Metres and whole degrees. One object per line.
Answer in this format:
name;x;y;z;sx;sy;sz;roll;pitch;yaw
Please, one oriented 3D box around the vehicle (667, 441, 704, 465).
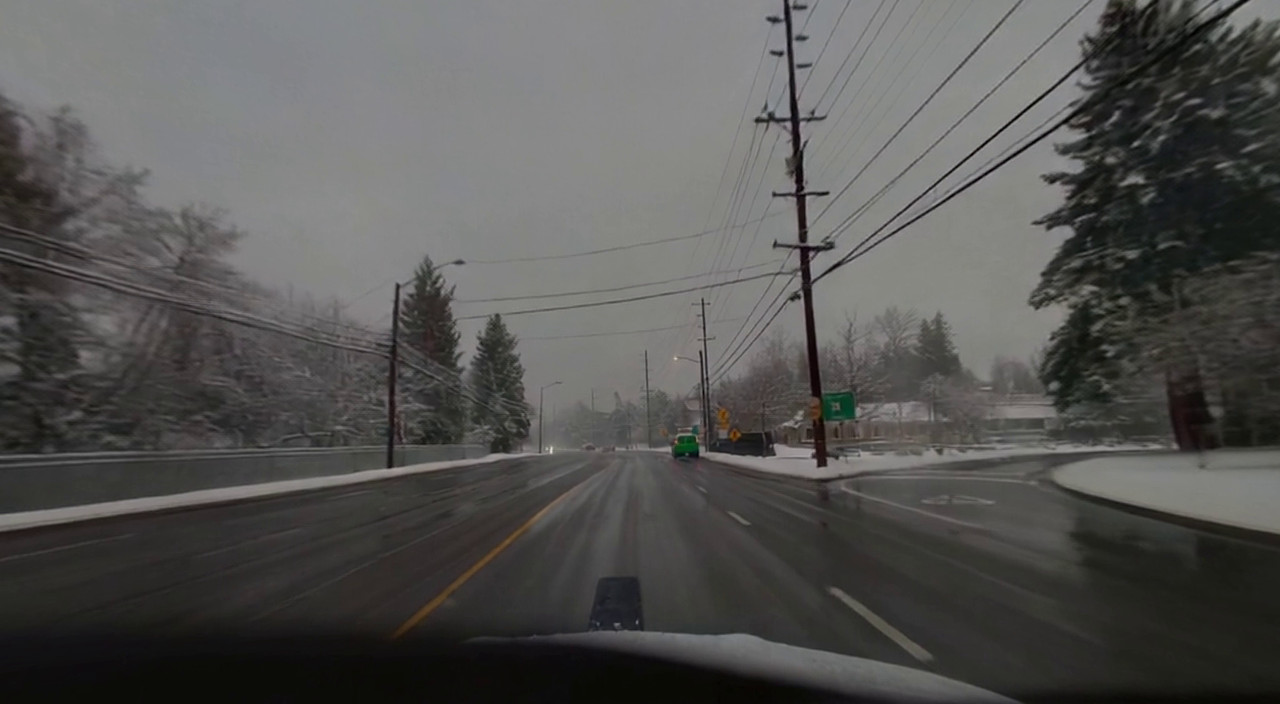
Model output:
vehicle;2.990;6.789;42.538;2.015;1.467;4.117;0;-8;-2
